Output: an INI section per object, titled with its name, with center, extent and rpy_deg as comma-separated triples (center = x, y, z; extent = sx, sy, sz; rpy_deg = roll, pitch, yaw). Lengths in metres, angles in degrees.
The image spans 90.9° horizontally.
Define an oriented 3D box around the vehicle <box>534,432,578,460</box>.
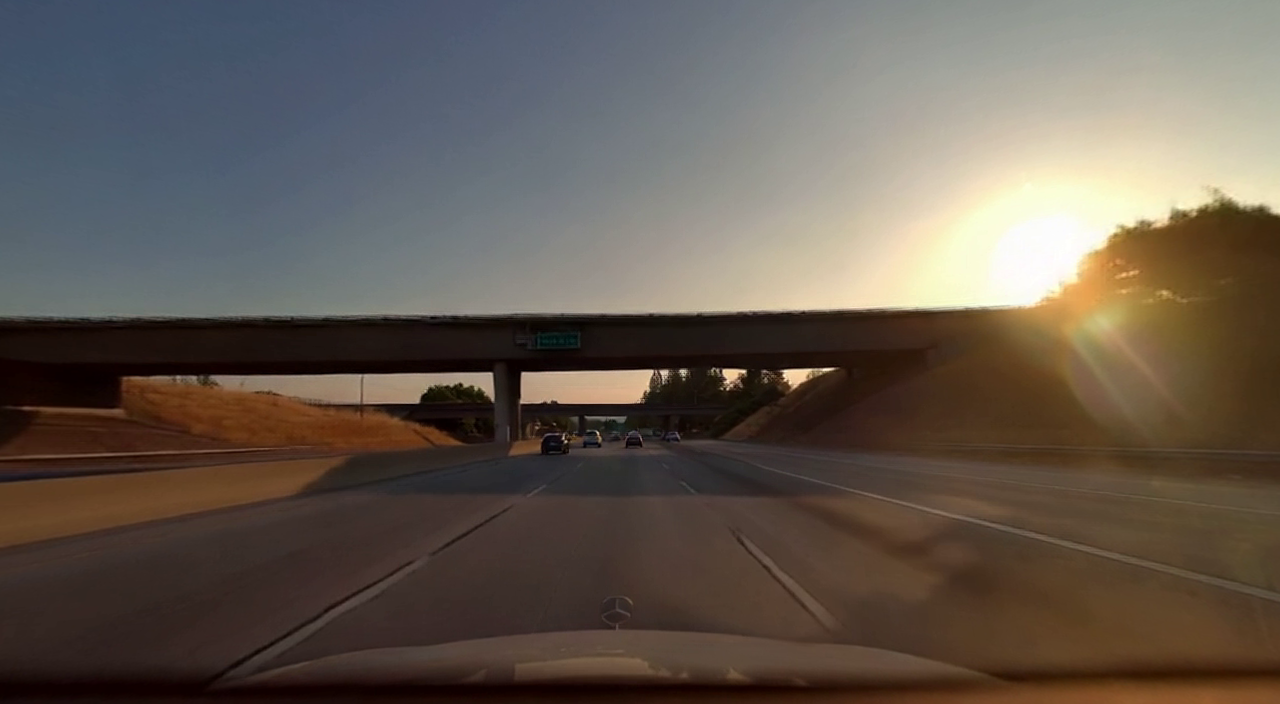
[vehicle]
center = -4.733, 5.340, 35.951
extent = 1.933, 1.473, 4.023
rpy_deg = 0, -8, 0
